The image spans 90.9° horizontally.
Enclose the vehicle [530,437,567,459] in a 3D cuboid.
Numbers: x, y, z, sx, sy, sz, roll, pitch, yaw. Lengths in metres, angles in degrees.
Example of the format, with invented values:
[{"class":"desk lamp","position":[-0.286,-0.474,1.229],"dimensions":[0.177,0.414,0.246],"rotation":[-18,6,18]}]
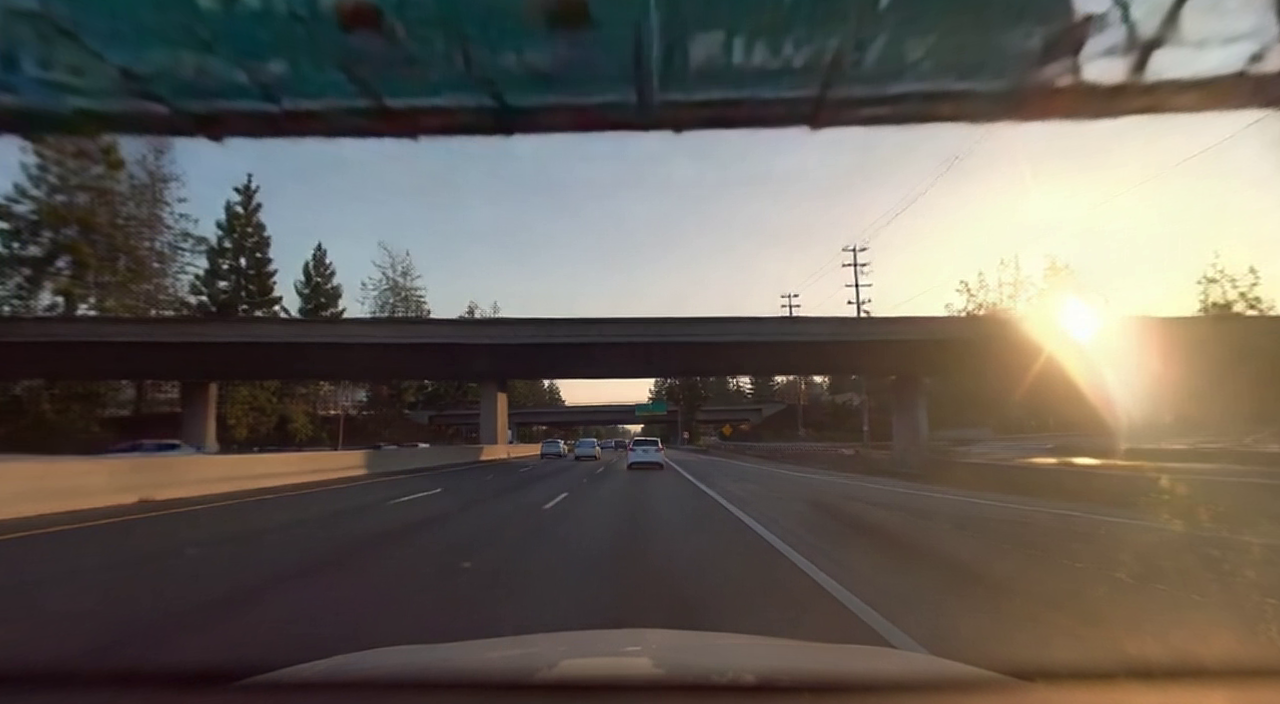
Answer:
[{"class":"vehicle","position":[-7.206,7.578,49.990],"dimensions":[2.139,1.653,4.614],"rotation":[0,-8,2]}]

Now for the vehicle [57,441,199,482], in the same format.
[{"class":"vehicle","position":[-21.309,4.536,26.572],"dimensions":[1.912,1.545,4.794],"rotation":[0,-8,1]}]

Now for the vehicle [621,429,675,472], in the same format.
[{"class":"vehicle","position":[0.290,4.222,27.125],"dimensions":[2.152,1.697,4.066],"rotation":[0,-8,0]}]

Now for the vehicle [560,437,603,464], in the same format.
[{"class":"vehicle","position":[-3.363,5.773,37.125],"dimensions":[2.056,1.464,4.564],"rotation":[0,-8,1]}]

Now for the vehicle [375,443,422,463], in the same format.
[{"class":"vehicle","position":[-17.728,7.416,46.500],"dimensions":[1.760,1.433,4.294],"rotation":[0,-8,1]}]
